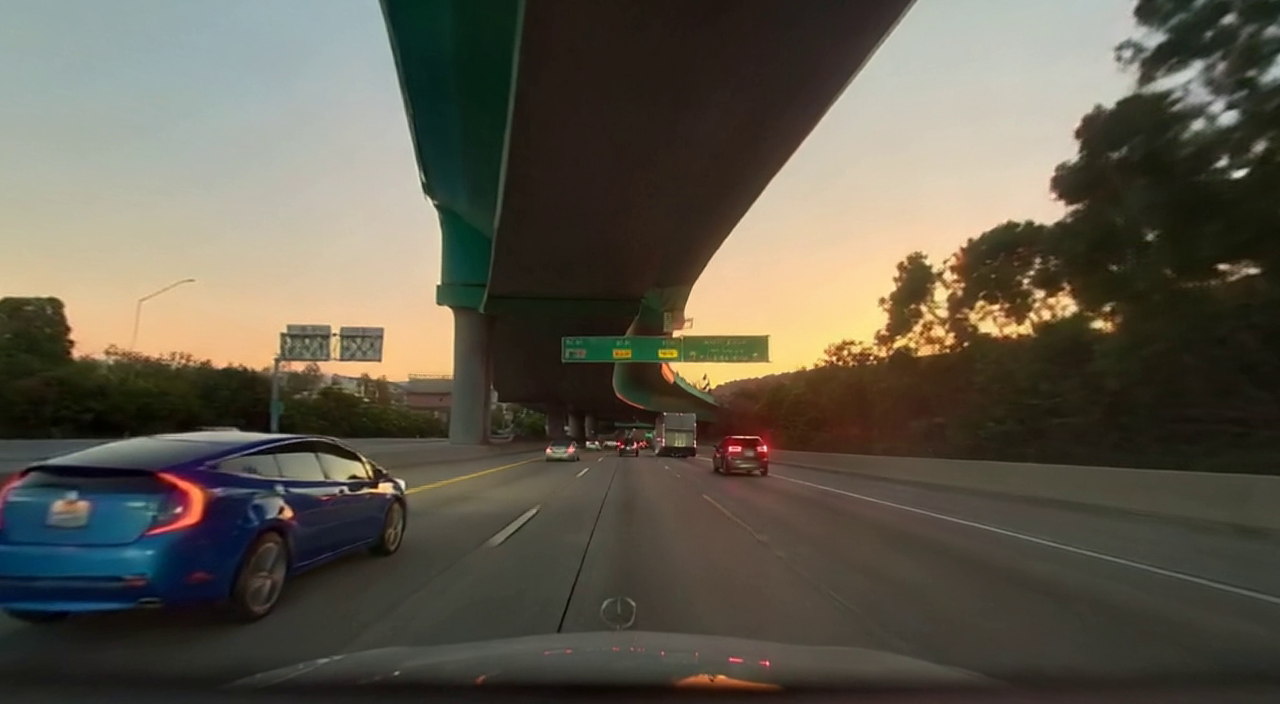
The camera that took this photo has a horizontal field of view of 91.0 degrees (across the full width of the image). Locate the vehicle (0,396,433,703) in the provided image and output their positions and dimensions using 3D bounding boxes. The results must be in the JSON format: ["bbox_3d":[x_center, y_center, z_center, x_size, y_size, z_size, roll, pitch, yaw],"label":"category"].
[{"bbox_3d":[-3.512,1.276,5.164,2.122,1.486,4.532,0,-8,0],"label":"vehicle"}]

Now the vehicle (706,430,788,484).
[{"bbox_3d":[3.552,3.562,21.626,2.001,1.625,4.088,0,-8,-1],"label":"vehicle"}]

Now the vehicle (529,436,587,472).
[{"bbox_3d":[-3.581,4.537,28.308,2.064,1.479,4.370,0,-8,-1],"label":"vehicle"}]
